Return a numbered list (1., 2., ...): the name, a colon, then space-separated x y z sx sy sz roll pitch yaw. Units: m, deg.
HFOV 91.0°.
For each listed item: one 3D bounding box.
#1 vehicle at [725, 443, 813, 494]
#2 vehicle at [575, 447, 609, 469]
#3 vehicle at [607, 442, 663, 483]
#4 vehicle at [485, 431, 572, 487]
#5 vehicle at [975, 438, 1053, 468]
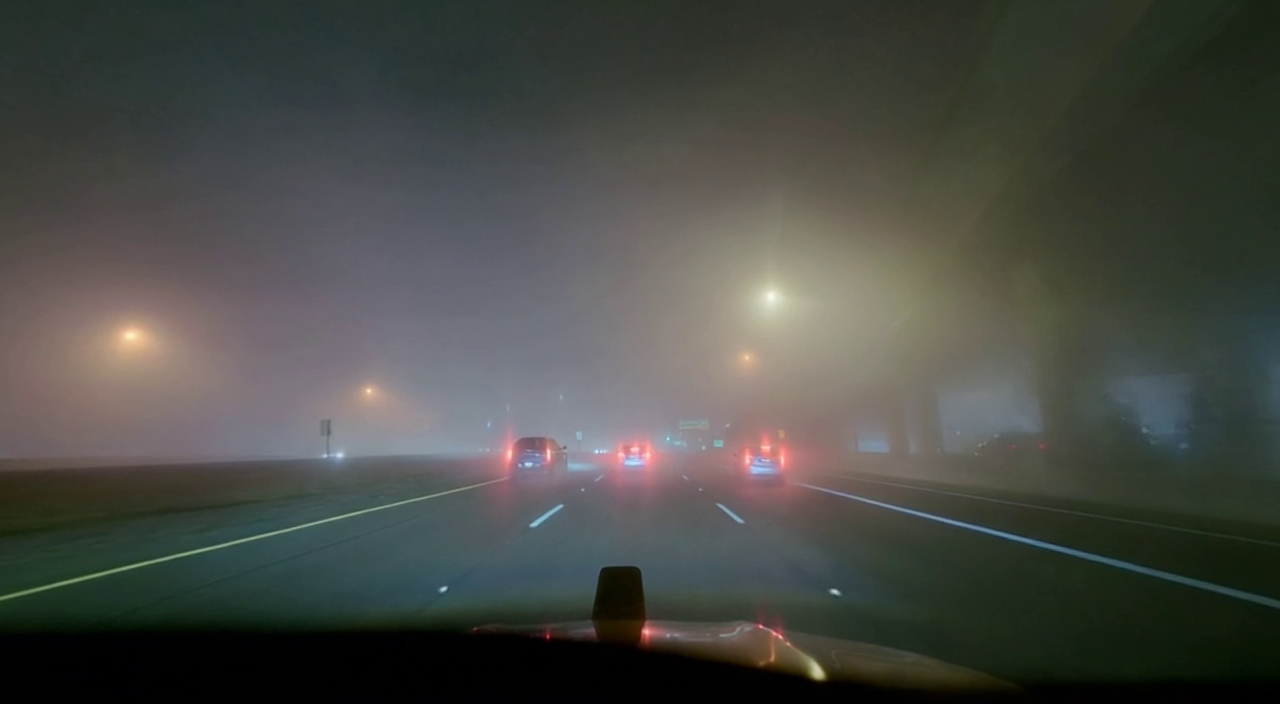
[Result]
1. vehicle: 4.093 3.744 20.669 1.974 1.490 3.994 0 -9 -1
2. vehicle: -3.323 7.407 44.299 1.868 1.431 4.055 0 -9 2
3. vehicle: -0.162 4.402 25.389 2.089 1.493 3.964 0 -9 1
4. vehicle: -3.924 3.876 23.067 2.142 1.819 4.648 0 -9 2
5. vehicle: 26.674 7.259 45.281 2.376 1.988 6.109 -1 -9 6
